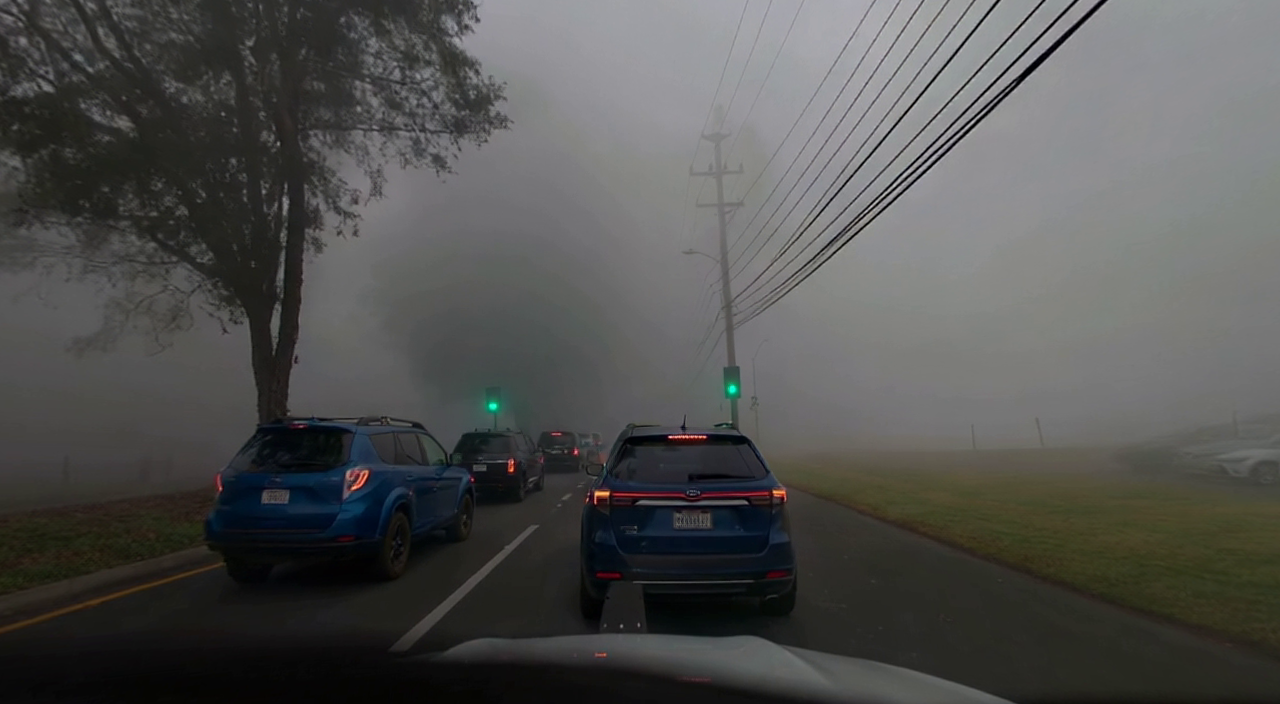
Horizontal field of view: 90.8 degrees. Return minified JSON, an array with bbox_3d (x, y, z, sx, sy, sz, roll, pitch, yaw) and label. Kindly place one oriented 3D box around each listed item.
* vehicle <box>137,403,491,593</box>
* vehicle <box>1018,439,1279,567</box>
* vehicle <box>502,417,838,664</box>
[{"bbox_3d":[-3.474,1.647,7.960,2.105,1.706,4.337,0,-9,0],"label":"vehicle"},{"bbox_3d":[8.382,2.157,9.923,1.993,1.508,4.521,0,-9,-1],"label":"vehicle"},{"bbox_3d":[0.112,1.451,5.944,2.056,1.487,4.003,0,-9,-2],"label":"vehicle"}]
